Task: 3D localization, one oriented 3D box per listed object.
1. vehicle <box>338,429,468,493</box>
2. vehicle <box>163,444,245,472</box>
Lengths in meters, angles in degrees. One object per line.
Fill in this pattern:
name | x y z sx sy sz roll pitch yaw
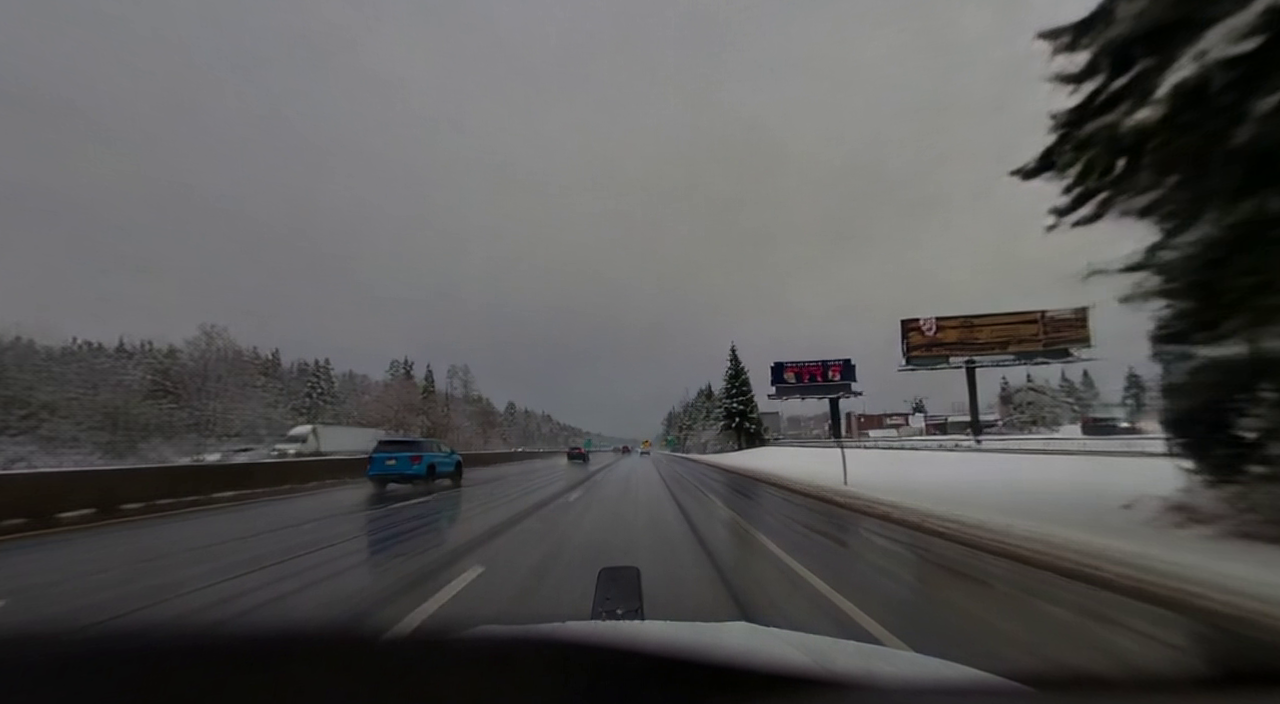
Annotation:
vehicle | -7.089 3.319 19.518 2.055 1.683 4.804 0 -9 1
vehicle | -28.453 6.909 41.334 2.043 1.658 4.568 0 -9 1
